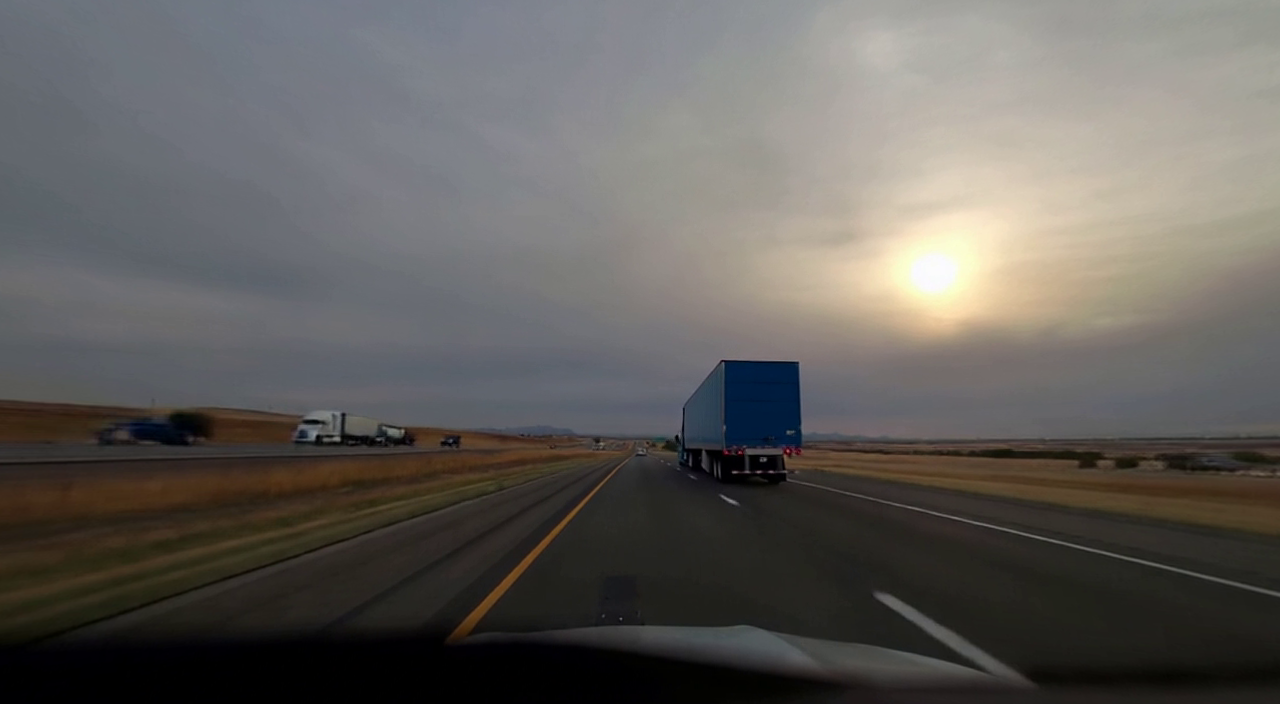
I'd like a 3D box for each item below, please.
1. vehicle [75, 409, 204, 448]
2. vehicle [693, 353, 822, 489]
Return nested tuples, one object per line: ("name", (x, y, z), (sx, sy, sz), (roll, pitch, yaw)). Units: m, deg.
("vehicle", (-29.658, 4.664, 37.694), (2.329, 2.083, 6.351), (0, -9, 2))
("vehicle", (4.167, 3.087, 26.019), (2.818, 4.206, 12.987), (0, -9, 0))
